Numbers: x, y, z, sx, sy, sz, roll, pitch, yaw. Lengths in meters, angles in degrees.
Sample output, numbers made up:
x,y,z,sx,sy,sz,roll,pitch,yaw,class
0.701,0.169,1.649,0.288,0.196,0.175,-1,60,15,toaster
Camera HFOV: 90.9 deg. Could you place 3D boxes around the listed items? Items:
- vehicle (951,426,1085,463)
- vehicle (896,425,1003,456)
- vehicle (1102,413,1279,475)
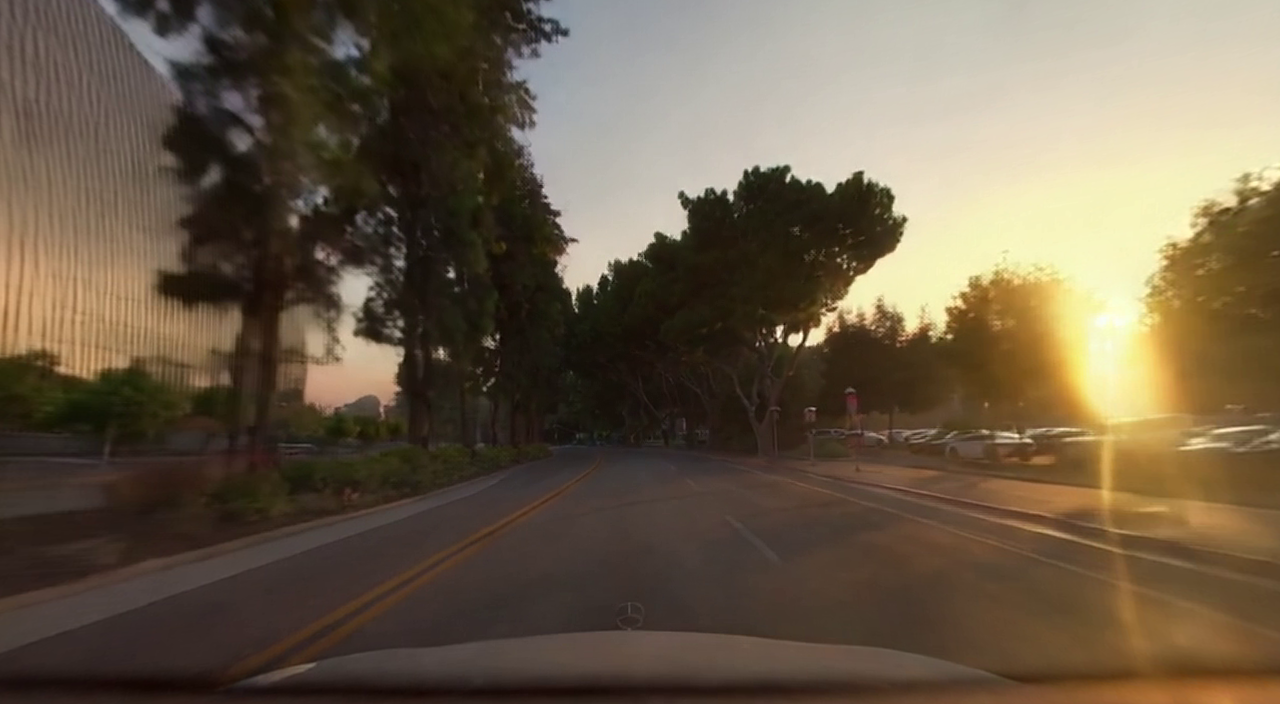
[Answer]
x,y,z,sx,sy,sz,roll,pitch,yaw,class
15.472,3.780,25.995,4.120,1.357,2.170,-2,-6,3,vehicle
16.006,4.601,32.727,4.526,1.517,1.979,1,-8,-5,vehicle
16.647,2.707,18.804,4.230,1.715,2.000,0,-7,-5,vehicle
